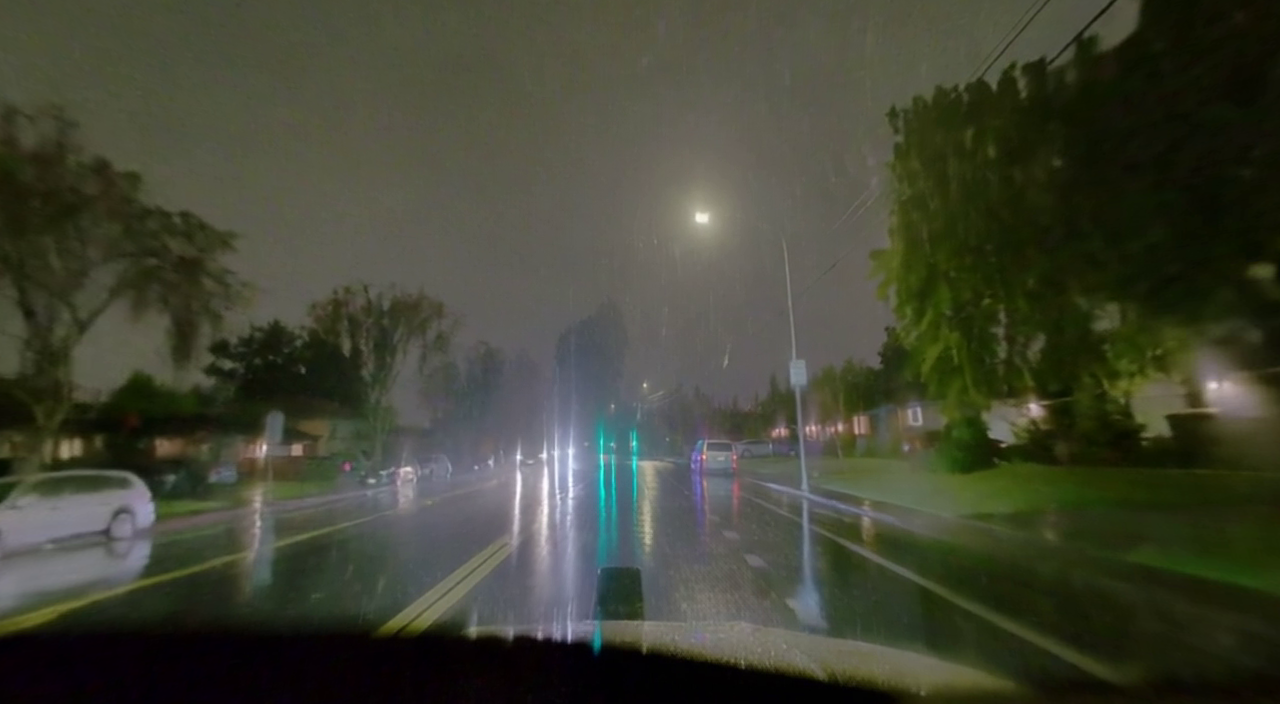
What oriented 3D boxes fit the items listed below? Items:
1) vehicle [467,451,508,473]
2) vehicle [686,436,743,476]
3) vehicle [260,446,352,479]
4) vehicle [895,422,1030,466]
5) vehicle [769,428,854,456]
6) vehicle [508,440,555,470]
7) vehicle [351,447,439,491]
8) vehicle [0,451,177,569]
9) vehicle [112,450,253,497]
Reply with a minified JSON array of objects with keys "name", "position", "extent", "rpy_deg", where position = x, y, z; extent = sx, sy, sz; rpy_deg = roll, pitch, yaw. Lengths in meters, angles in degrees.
[{"name":"vehicle","position":[-11.229,8.093,46.797],"extent":[1.922,1.496,4.598],"rpy_deg":[0,-8,-1]},{"name":"vehicle","position":[3.642,5.203,31.891],"extent":[2.176,1.793,5.534],"rpy_deg":[0,-9,0]},{"name":"vehicle","position":[-20.279,6.710,38.519],"extent":[4.398,1.902,2.043],"rpy_deg":[0,-9,1]},{"name":"vehicle","position":[12.980,3.736,25.627],"extent":[4.360,1.692,2.011],"rpy_deg":[1,-9,-2]},{"name":"vehicle","position":[12.529,6.654,46.553],"extent":[5.437,1.931,2.837],"rpy_deg":[0,-9,1]},{"name":"vehicle","position":[-7.061,6.778,41.730],"extent":[2.294,1.831,5.199],"rpy_deg":[0,-9,-2]},{"name":"vehicle","position":[-11.125,5.298,29.098],"extent":[2.293,1.836,4.586],"rpy_deg":[0,-8,-1]},{"name":"vehicle","position":[-11.062,2.708,11.354],"extent":[1.981,1.790,4.682],"rpy_deg":[0,-8,-1]},{"name":"vehicle","position":[-18.860,4.976,26.215],"extent":[4.179,1.700,2.105],"rpy_deg":[1,-9,3]}]
